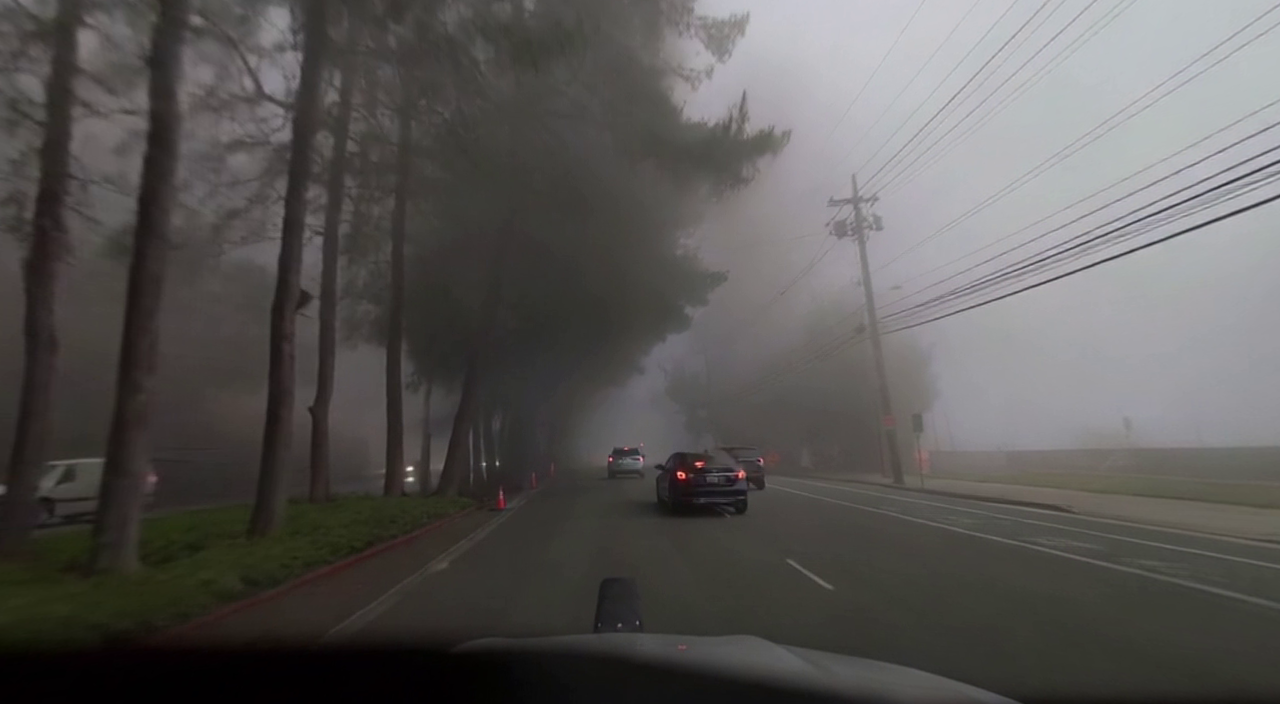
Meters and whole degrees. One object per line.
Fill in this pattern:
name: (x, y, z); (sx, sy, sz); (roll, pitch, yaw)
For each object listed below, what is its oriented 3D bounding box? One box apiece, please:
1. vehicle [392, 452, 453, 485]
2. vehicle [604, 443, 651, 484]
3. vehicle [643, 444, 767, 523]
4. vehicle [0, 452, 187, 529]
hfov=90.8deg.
vehicle: (-12.670, 6.794, 37.091); (1.971, 1.712, 4.400); (-1, -9, 0)
vehicle: (-0.531, 5.164, 29.533); (2.050, 1.745, 3.915); (-1, -9, 0)
vehicle: (1.259, 2.860, 14.383); (1.977, 1.460, 4.565); (0, -9, -5)
vehicle: (-16.443, 3.947, 18.731); (2.016, 1.862, 5.328); (-1, -9, 0)
